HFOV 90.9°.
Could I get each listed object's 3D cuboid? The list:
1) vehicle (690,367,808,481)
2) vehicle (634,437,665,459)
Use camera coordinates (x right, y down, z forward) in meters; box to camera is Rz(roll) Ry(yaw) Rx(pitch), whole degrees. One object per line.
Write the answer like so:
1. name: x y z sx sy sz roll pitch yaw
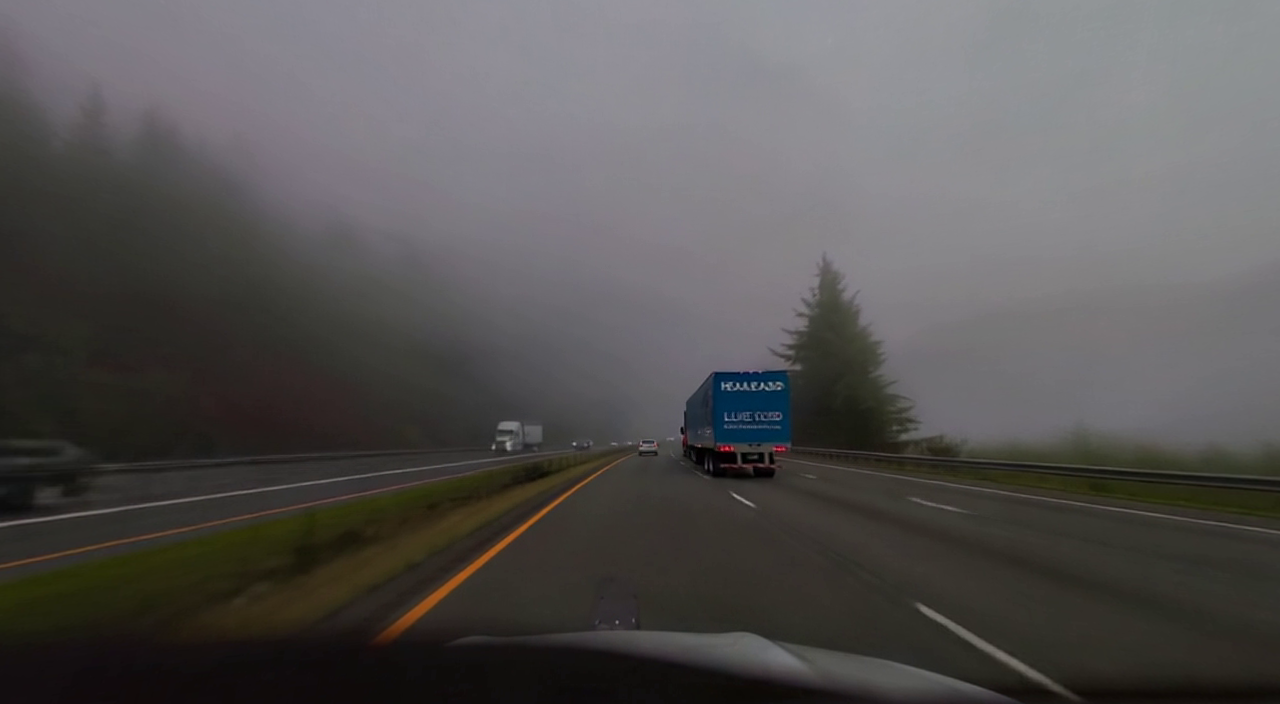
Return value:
1. vehicle: 4.410 3.455 29.381 3.171 4.072 13.784 0 -8 0
2. vehicle: 0.713 7.079 46.650 2.209 1.499 4.144 0 -8 1
